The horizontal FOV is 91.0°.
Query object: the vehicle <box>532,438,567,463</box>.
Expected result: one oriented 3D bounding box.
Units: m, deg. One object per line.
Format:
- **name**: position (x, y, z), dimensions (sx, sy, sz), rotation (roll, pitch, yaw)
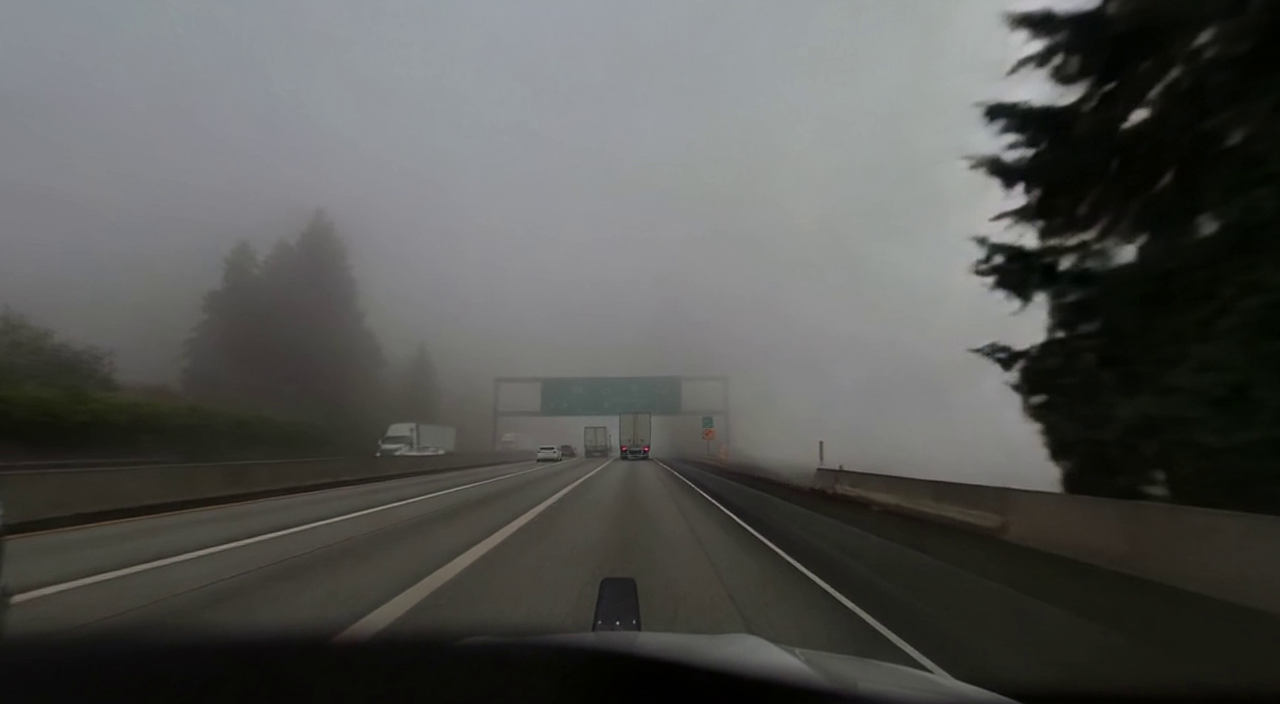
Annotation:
- **vehicle**: position (-7.125, 7.776, 49.891), dimensions (2.127, 1.839, 4.984), rotation (0, -8, -1)
